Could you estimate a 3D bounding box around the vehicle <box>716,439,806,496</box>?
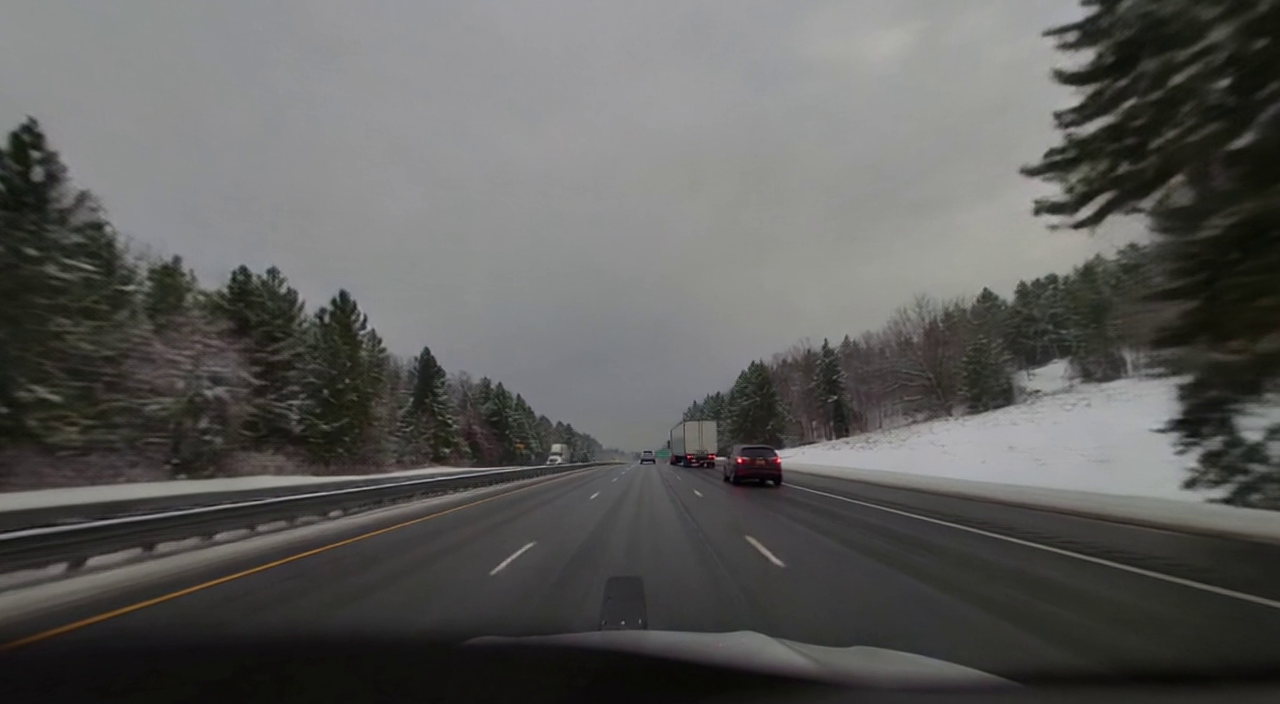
[{"bbox_3d":[3.832,3.737,20.747,2.096,1.653,4.185,0,-9,0],"label":"vehicle"}]
